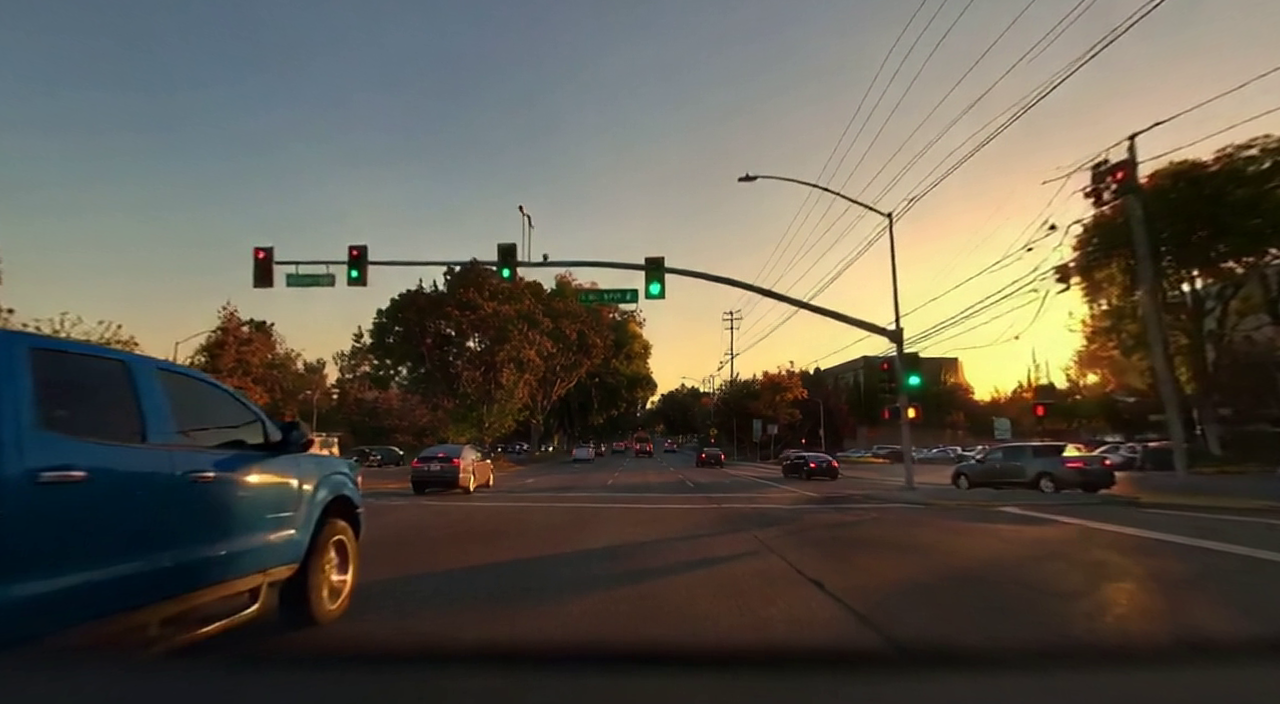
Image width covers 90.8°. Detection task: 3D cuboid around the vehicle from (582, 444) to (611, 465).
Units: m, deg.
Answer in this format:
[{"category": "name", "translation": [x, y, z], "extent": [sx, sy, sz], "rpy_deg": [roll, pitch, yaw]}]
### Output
[{"category": "vehicle", "translation": [-3.315, 7.954, 49.114], "extent": [2.002, 1.494, 4.322], "rpy_deg": [0, -9, 0]}]

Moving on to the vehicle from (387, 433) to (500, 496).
[{"category": "vehicle", "translation": [-6.374, 3.708, 21.177], "extent": [2.169, 1.865, 4.739], "rpy_deg": [0, -9, 1]}]

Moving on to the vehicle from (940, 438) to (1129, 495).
[{"category": "vehicle", "translation": [13.582, 3.904, 22.012], "extent": [5.106, 1.735, 2.150], "rpy_deg": [-8, -12, 44]}]

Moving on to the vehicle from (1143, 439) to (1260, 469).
[{"category": "vehicle", "translation": [32.481, 5.918, 36.741], "extent": [1.833, 1.587, 4.653], "rpy_deg": [3, -9, -21]}]

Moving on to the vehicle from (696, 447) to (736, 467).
[{"category": "vehicle", "translation": [5.771, 8.020, 48.559], "extent": [2.071, 1.435, 4.226], "rpy_deg": [1, -9, -6]}]

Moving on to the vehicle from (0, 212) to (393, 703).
[{"category": "vehicle", "translation": [-3.126, 0.561, 1.656], "extent": [2.467, 1.991, 6.089], "rpy_deg": [0, -9, 0]}]

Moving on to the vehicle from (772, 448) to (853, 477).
[{"category": "vehicle", "translation": [9.244, 5.954, 34.238], "extent": [1.840, 1.428, 4.602], "rpy_deg": [3, -9, -20]}]
